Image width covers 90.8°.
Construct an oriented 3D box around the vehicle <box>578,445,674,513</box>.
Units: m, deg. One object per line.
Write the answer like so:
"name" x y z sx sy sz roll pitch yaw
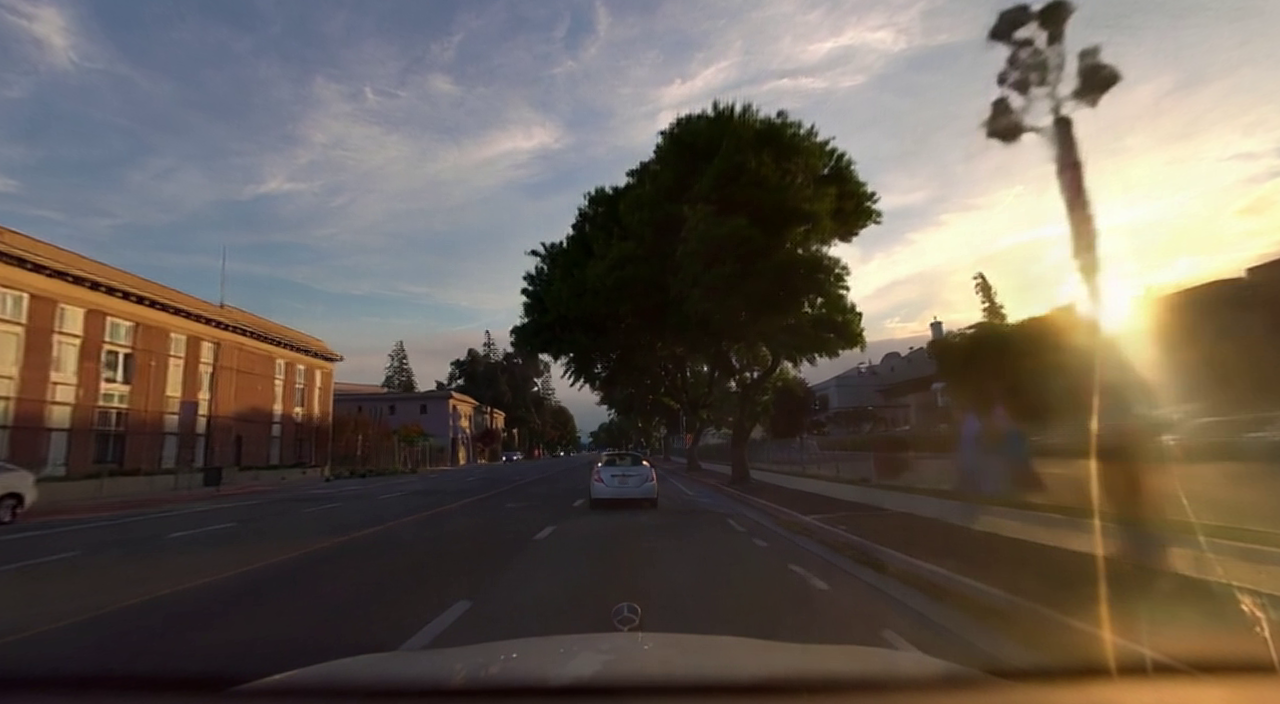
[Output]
"vehicle" -0.350 3.153 16.205 2.116 1.479 4.358 0 -9 -1
